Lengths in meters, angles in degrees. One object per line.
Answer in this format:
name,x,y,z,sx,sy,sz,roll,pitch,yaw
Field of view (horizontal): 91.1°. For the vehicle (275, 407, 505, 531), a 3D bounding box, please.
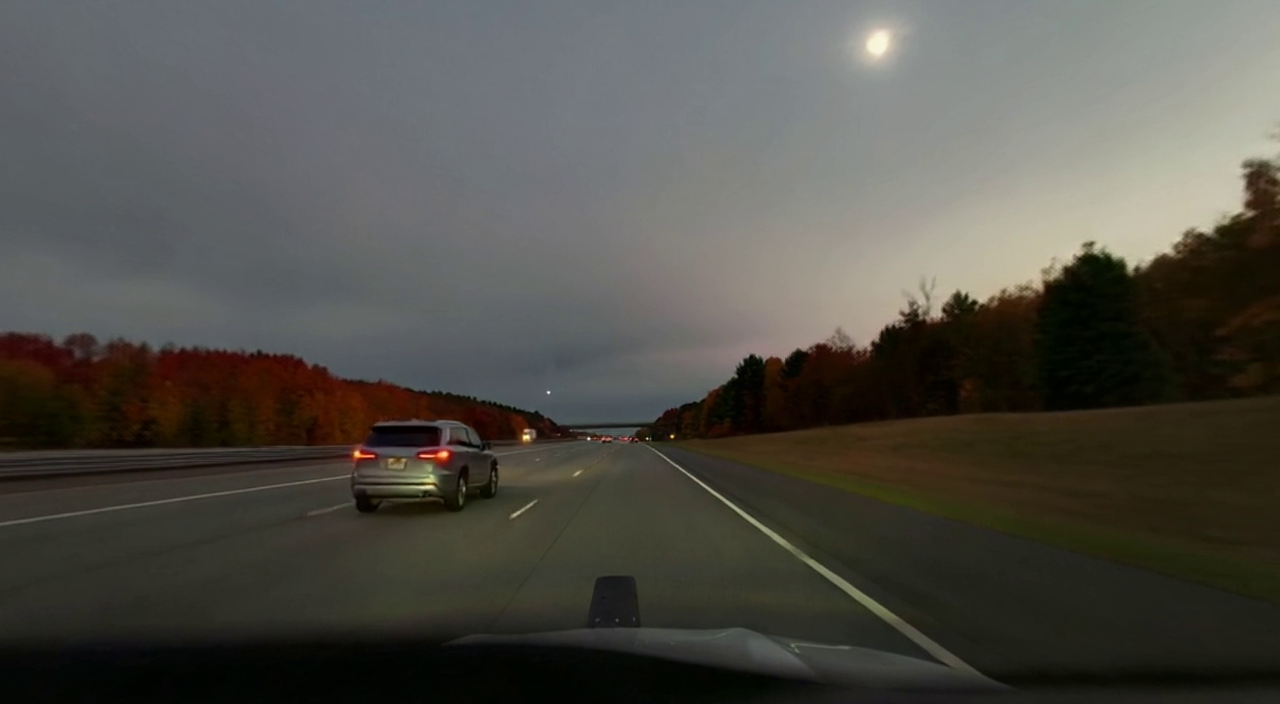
vehicle,-3.891,1.895,10.861,2.057,1.666,4.552,0,-8,0
